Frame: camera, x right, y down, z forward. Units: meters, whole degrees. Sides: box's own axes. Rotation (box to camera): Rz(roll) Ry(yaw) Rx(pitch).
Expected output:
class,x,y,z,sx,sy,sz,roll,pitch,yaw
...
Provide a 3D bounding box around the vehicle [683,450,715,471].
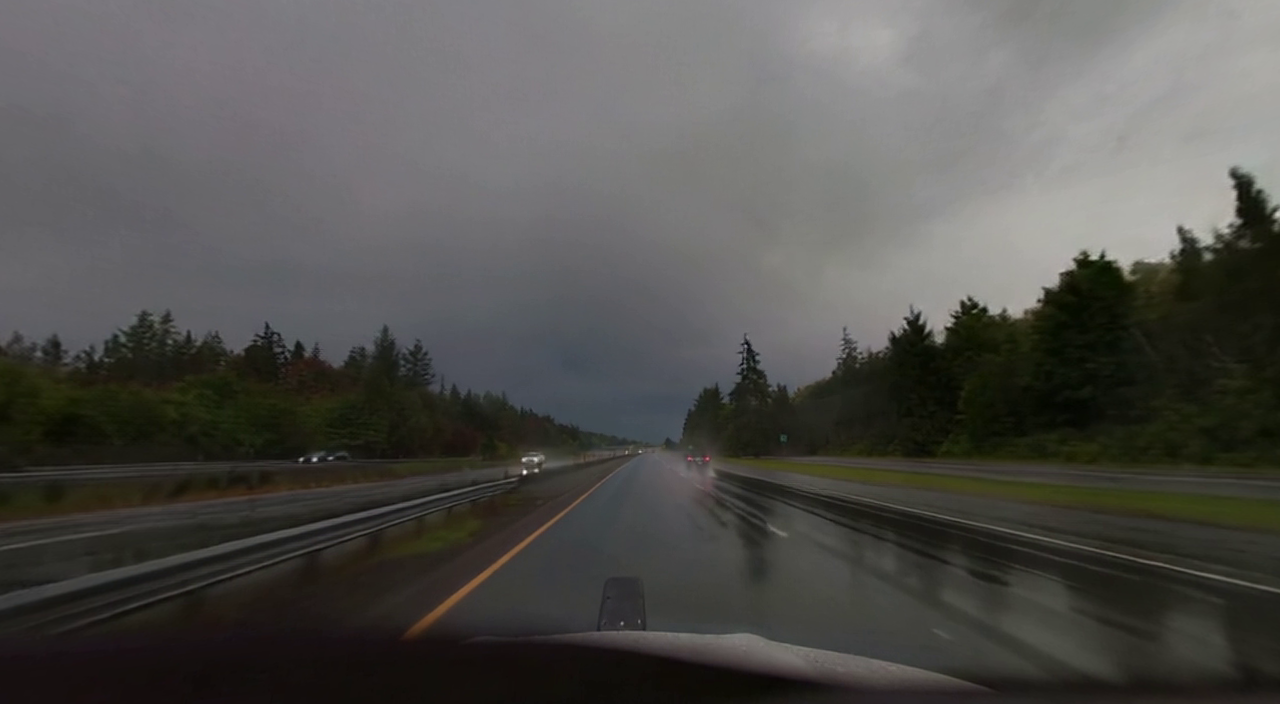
class,x,y,z,sx,sy,sz,roll,pitch,yaw
vehicle,4.471,8.313,48.499,1.984,1.481,4.376,0,-9,0
